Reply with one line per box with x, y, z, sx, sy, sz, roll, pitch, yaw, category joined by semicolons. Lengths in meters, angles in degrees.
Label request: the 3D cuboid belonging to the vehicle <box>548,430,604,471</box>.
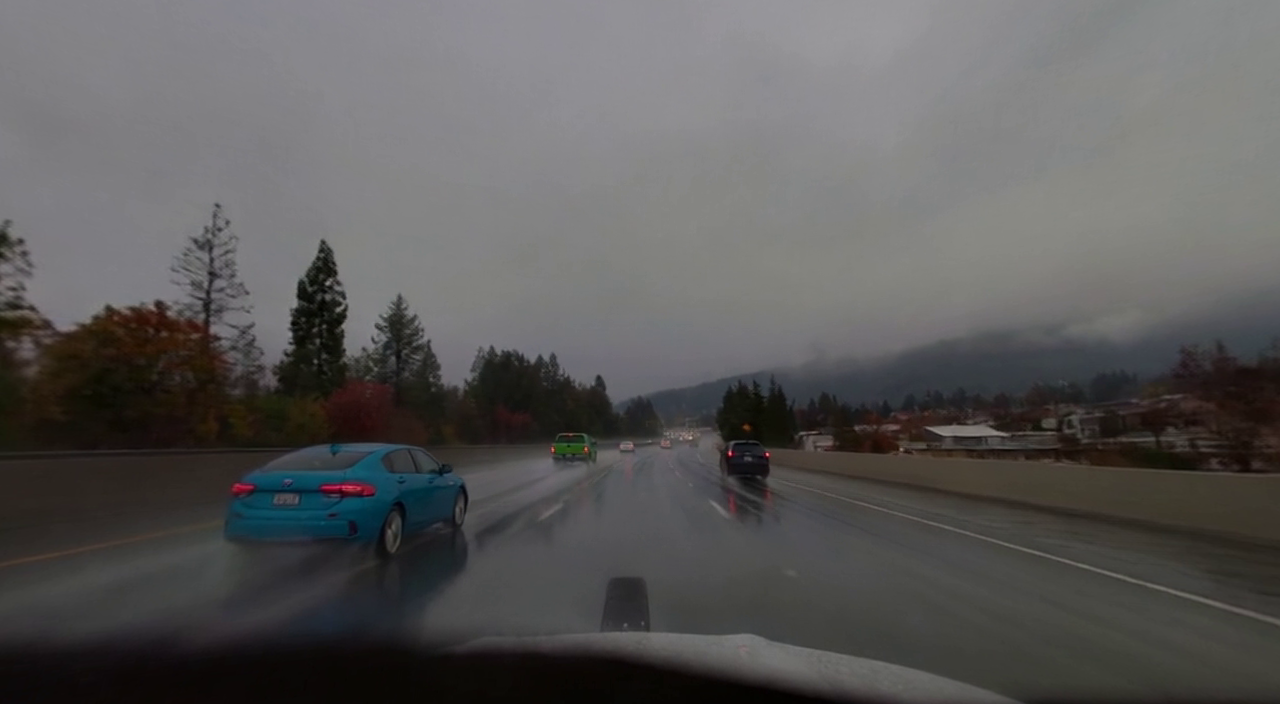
-3.071;4.856;31.209;2.122;1.847;4.696;0;-8;2;vehicle

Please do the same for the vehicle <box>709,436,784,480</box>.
3.860;3.950;23.680;2.100;1.472;4.533;0;-8;1;vehicle

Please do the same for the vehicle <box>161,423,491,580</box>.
-3.521;1.748;8.261;1.948;1.475;4.461;0;-8;1;vehicle
